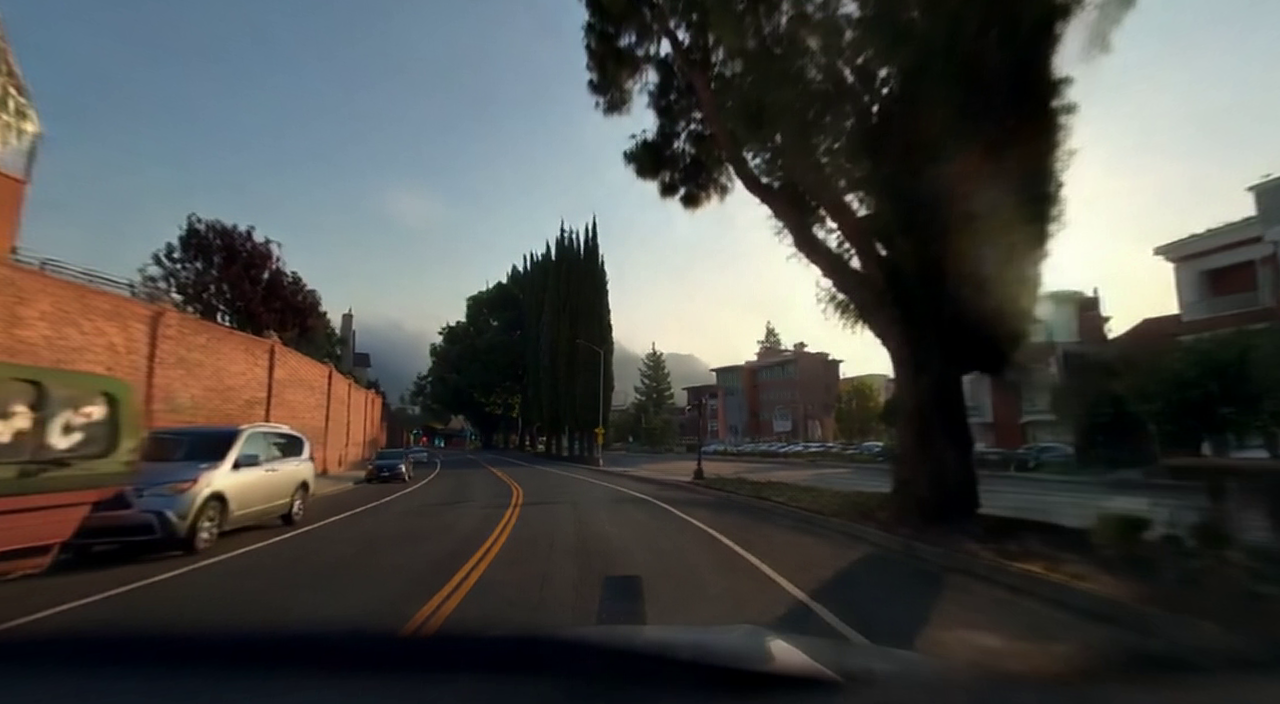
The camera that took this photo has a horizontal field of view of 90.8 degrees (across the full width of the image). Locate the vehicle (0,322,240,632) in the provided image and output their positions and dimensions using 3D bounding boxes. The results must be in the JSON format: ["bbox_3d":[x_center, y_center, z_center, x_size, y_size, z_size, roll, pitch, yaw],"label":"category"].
[{"bbox_3d":[-6.641,0.876,4.484,3.073,2.458,6.937,2,-8,-1],"label":"vehicle"}]

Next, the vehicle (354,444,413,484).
[{"bbox_3d":[-10.861,4.741,27.033,1.877,1.507,4.363,4,-9,-16],"label":"vehicle"}]
